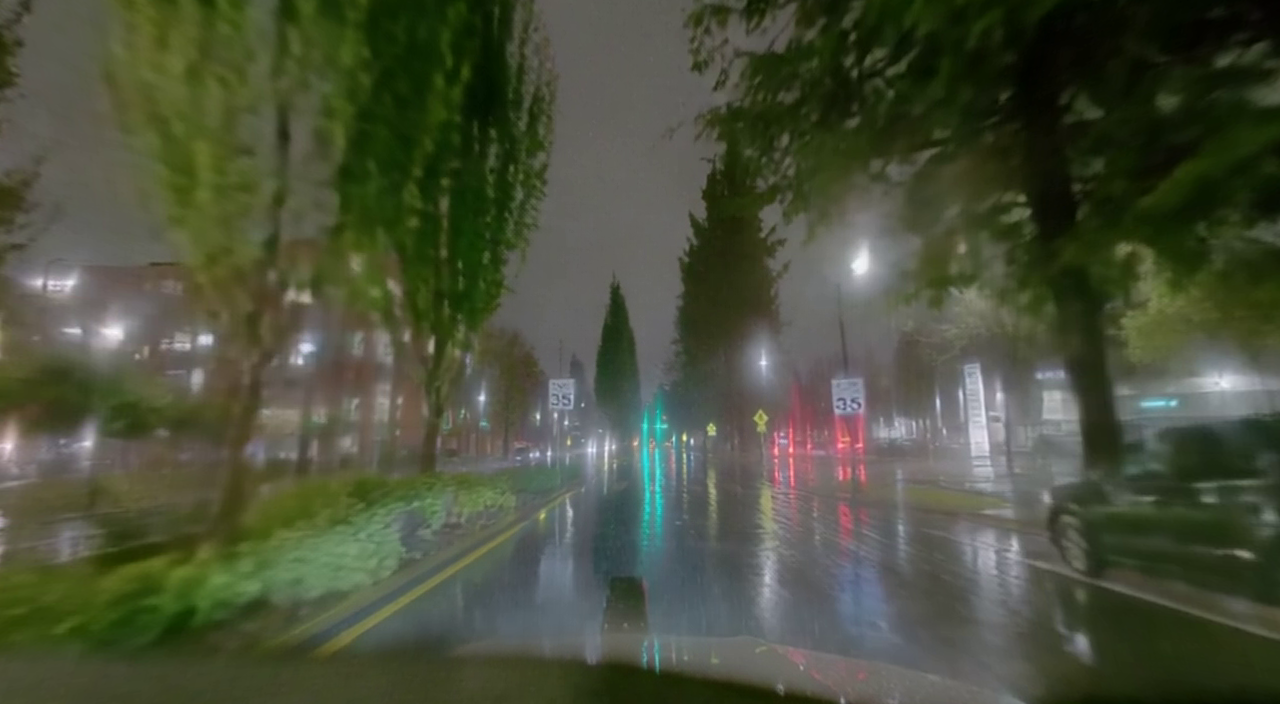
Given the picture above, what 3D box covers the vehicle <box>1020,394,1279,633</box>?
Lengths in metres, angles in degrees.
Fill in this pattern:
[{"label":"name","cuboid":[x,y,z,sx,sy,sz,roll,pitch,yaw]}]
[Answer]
[{"label":"vehicle","cuboid":[5.992,1.334,5.467,2.104,1.826,5.301,0,-8,0]}]
